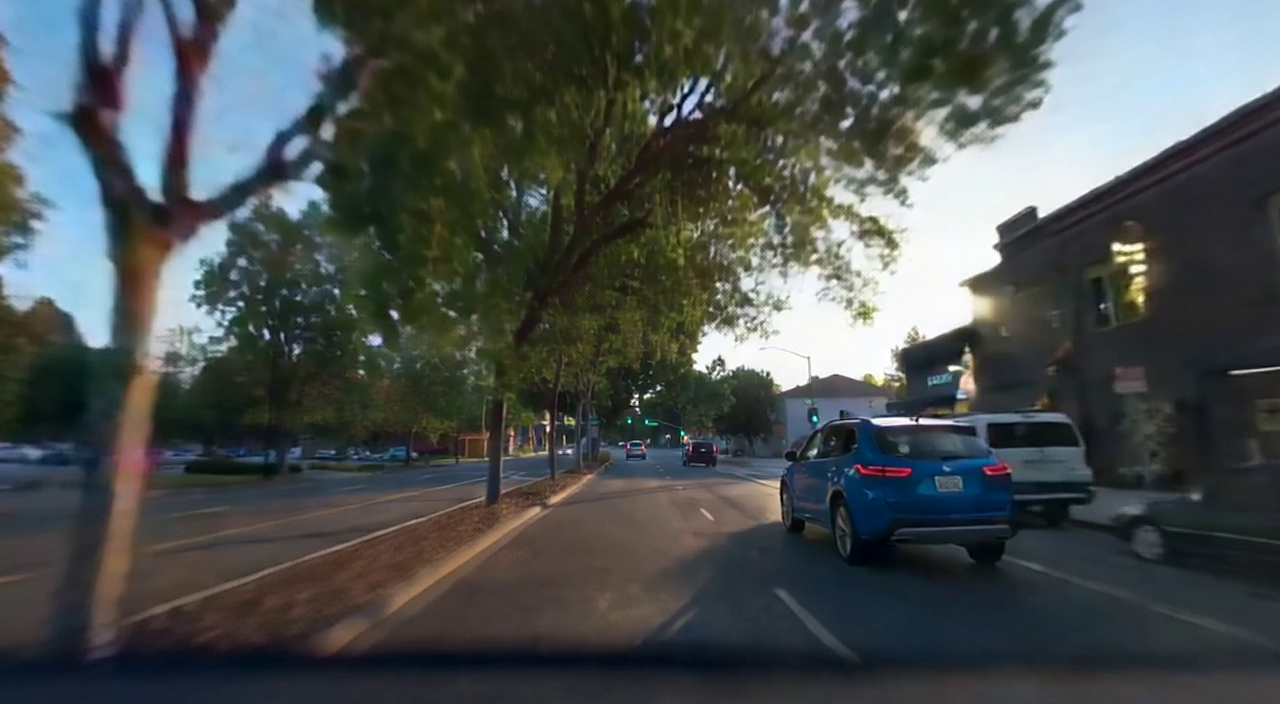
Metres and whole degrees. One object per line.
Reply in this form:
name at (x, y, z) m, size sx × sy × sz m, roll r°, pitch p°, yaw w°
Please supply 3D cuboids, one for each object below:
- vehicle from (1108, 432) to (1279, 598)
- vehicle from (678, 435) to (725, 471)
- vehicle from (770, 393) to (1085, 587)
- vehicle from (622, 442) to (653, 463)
vehicle at (7.245, 1.587, 6.062) m, size 1.901 × 1.620 × 4.565 m, roll 0°, pitch -8°, yaw 0°
vehicle at (3.298, 5.551, 34.877) m, size 2.085 × 1.828 × 5.383 m, roll 0°, pitch -8°, yaw 0°
vehicle at (3.237, 1.653, 8.324) m, size 2.033 × 1.865 × 4.360 m, roll 0°, pitch -8°, yaw -1°
vehicle at (-0.158, 7.274, 45.670) m, size 2.131 × 1.474 × 4.146 m, roll 0°, pitch -8°, yaw 0°
